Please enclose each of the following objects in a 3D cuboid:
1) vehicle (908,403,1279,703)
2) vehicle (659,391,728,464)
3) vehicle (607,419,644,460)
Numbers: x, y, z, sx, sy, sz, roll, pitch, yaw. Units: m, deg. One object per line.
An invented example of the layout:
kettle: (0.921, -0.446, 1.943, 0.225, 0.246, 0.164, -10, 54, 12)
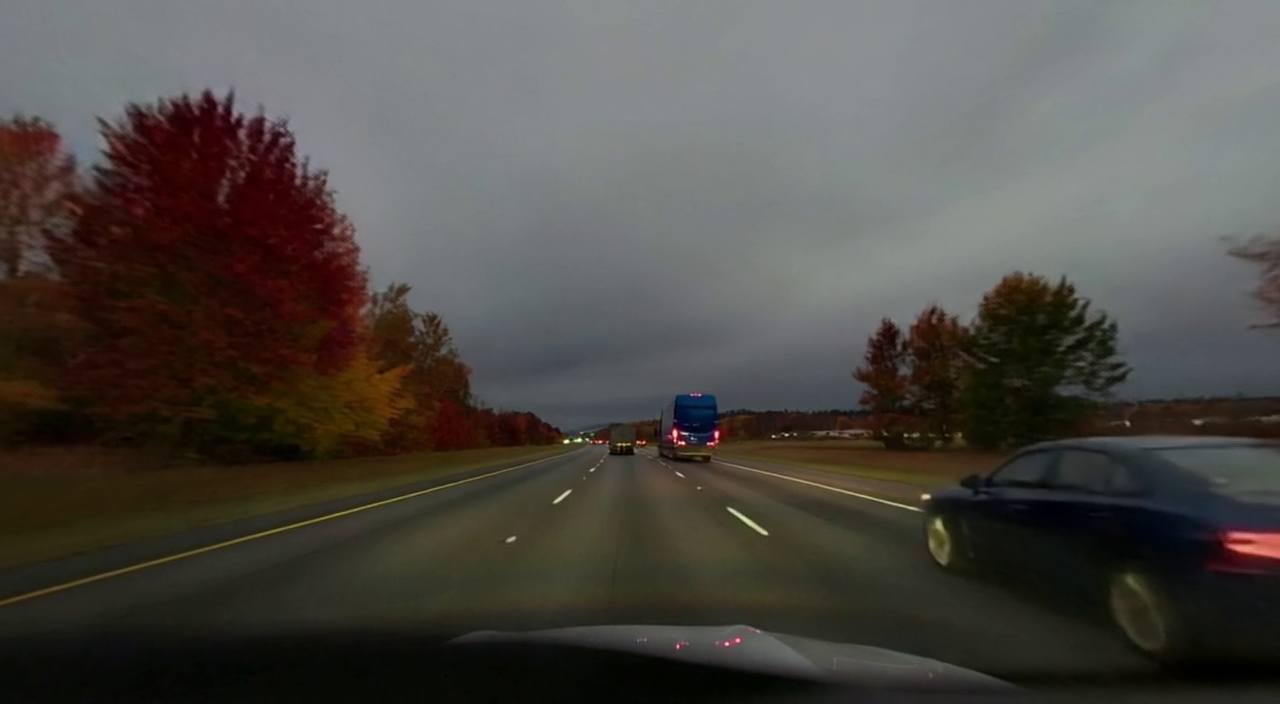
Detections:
vehicle: (3.752, 1.176, 4.179, 1.962, 1.508, 4.363, 0, -8, -1)
vehicle: (3.175, 5.108, 41.817, 3.128, 4.087, 13.351, 0, -8, -1)
vehicle: (-0.973, 6.063, 43.655, 2.389, 2.637, 5.437, 0, -8, -1)
